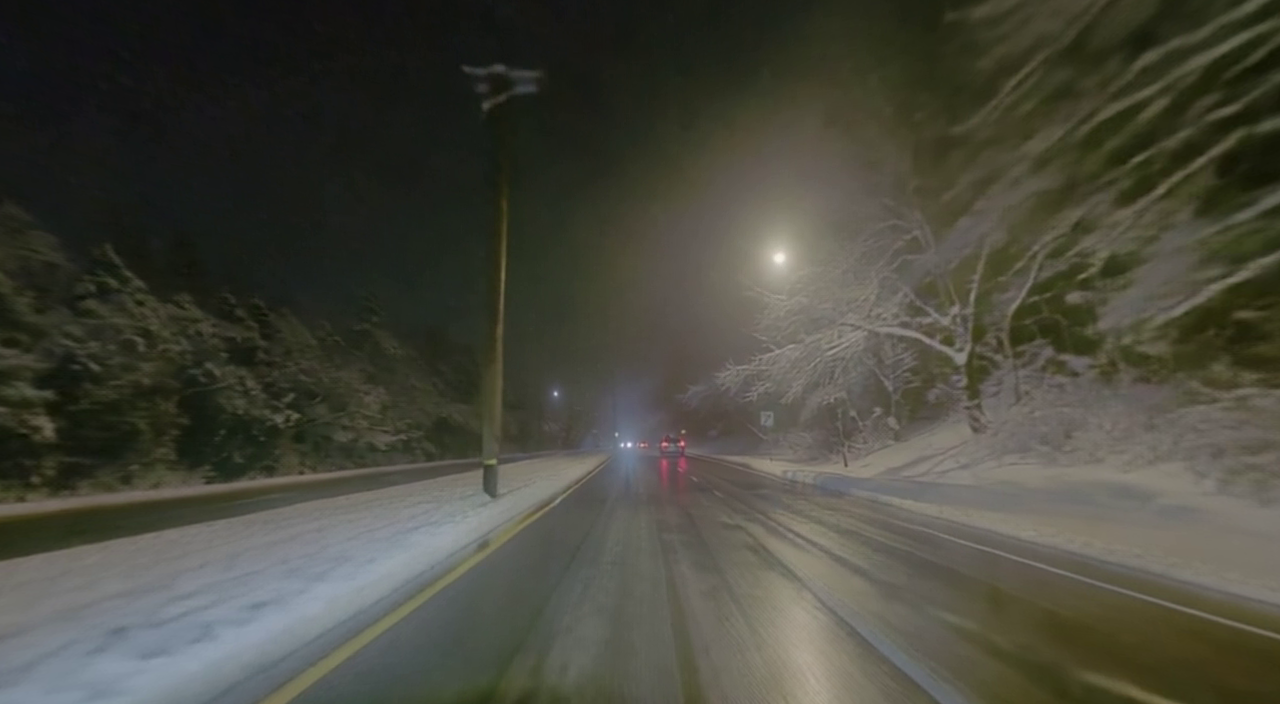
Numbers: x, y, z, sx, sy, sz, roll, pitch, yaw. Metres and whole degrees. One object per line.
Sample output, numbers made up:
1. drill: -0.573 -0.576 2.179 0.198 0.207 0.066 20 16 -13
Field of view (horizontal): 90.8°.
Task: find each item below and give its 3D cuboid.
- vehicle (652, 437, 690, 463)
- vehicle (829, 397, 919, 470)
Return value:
1. vehicle: 2.179 7.067 45.633 2.183 1.744 4.424 1 -9 -4
2. vehicle: 10.934 3.933 30.065 3.250 3.147 4.411 -2 -9 12
